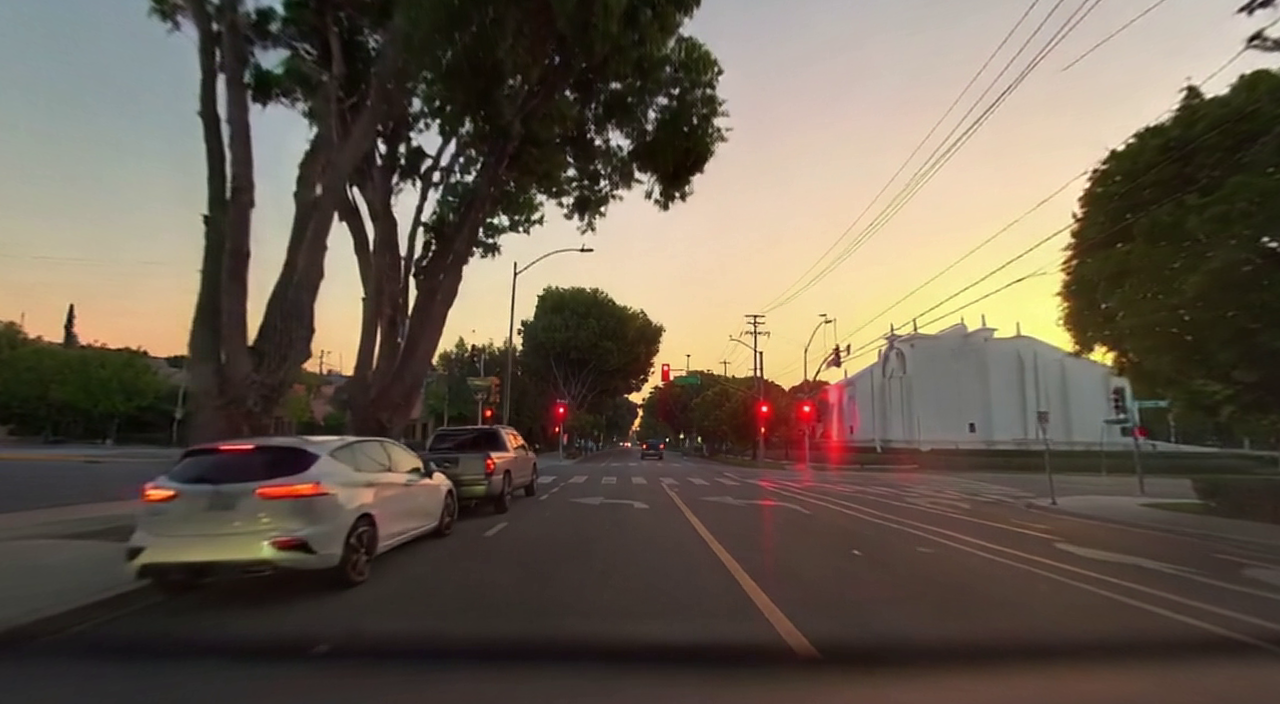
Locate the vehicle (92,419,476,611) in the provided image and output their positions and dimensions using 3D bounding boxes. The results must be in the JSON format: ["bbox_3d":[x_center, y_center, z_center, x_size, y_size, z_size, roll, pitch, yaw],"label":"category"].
[{"bbox_3d":[-3.494,1.672,7.502,1.855,1.534,4.644,0,-9,0],"label":"vehicle"}]
